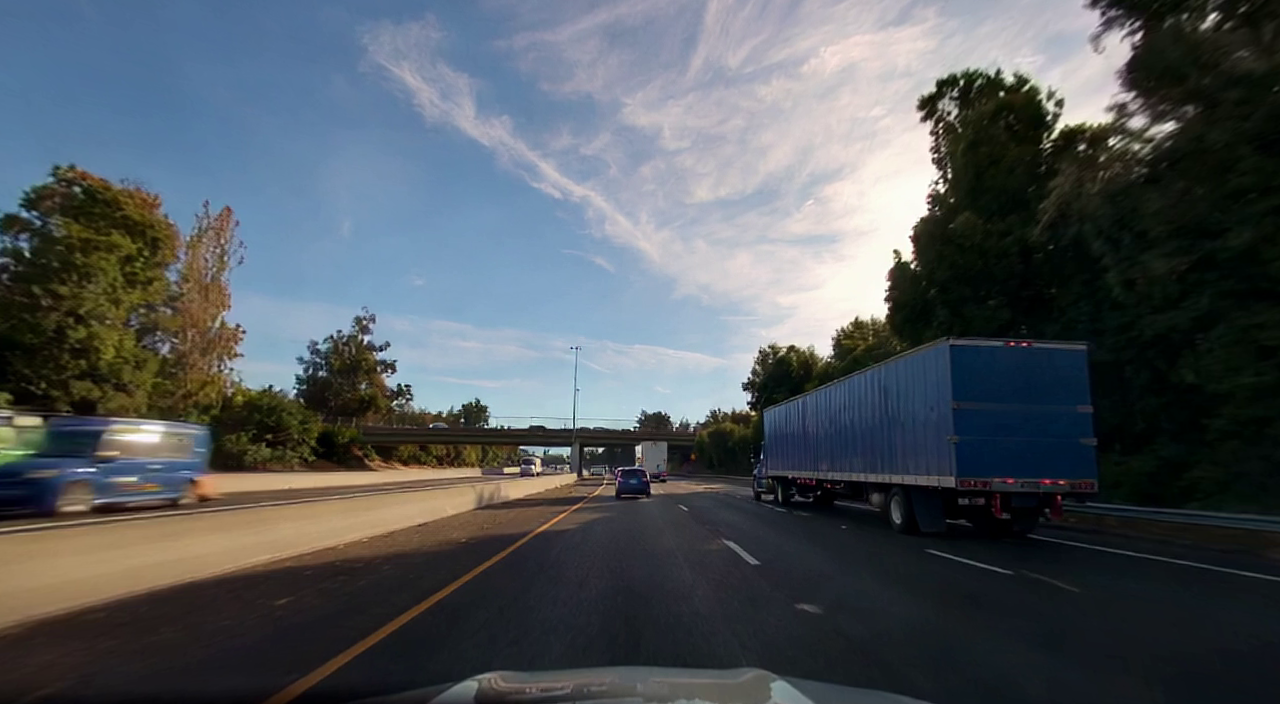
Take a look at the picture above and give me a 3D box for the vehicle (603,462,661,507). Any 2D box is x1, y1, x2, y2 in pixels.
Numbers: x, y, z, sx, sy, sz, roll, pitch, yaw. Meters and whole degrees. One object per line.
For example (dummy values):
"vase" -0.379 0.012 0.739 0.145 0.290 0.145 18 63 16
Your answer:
"vehicle" -0.320 5.105 24.458 2.067 1.552 3.601 1 -11 -1

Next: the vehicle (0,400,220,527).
"vehicle" -9.211 1.712 9.656 2.069 1.588 5.111 1 -11 -1

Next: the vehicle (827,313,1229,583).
"vehicle" 6.483 2.006 12.744 2.839 3.684 8.091 1 -10 0
